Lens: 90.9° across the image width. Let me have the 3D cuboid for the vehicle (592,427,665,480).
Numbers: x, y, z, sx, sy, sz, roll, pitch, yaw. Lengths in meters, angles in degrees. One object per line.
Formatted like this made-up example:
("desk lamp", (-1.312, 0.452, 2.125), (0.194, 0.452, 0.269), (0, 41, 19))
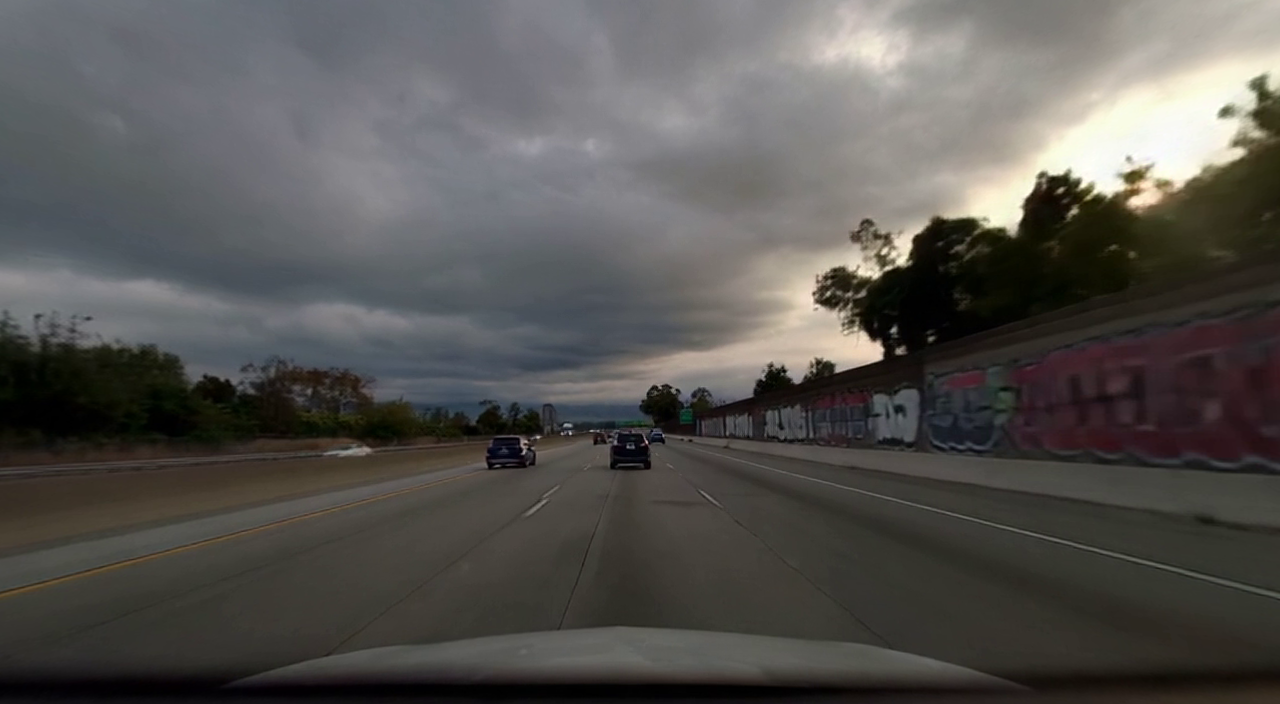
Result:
("vehicle", (-0.388, 3.143, 19.748), (2.044, 1.477, 3.693), (0, -8, -2))

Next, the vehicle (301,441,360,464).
("vehicle", (-21.513, 7.001, 44.025), (1.875, 1.477, 4.556), (0, -8, -1))

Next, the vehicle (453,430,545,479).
("vehicle", (-4.549, 3.363, 21.054), (2.022, 1.440, 4.491), (0, -8, 0))
